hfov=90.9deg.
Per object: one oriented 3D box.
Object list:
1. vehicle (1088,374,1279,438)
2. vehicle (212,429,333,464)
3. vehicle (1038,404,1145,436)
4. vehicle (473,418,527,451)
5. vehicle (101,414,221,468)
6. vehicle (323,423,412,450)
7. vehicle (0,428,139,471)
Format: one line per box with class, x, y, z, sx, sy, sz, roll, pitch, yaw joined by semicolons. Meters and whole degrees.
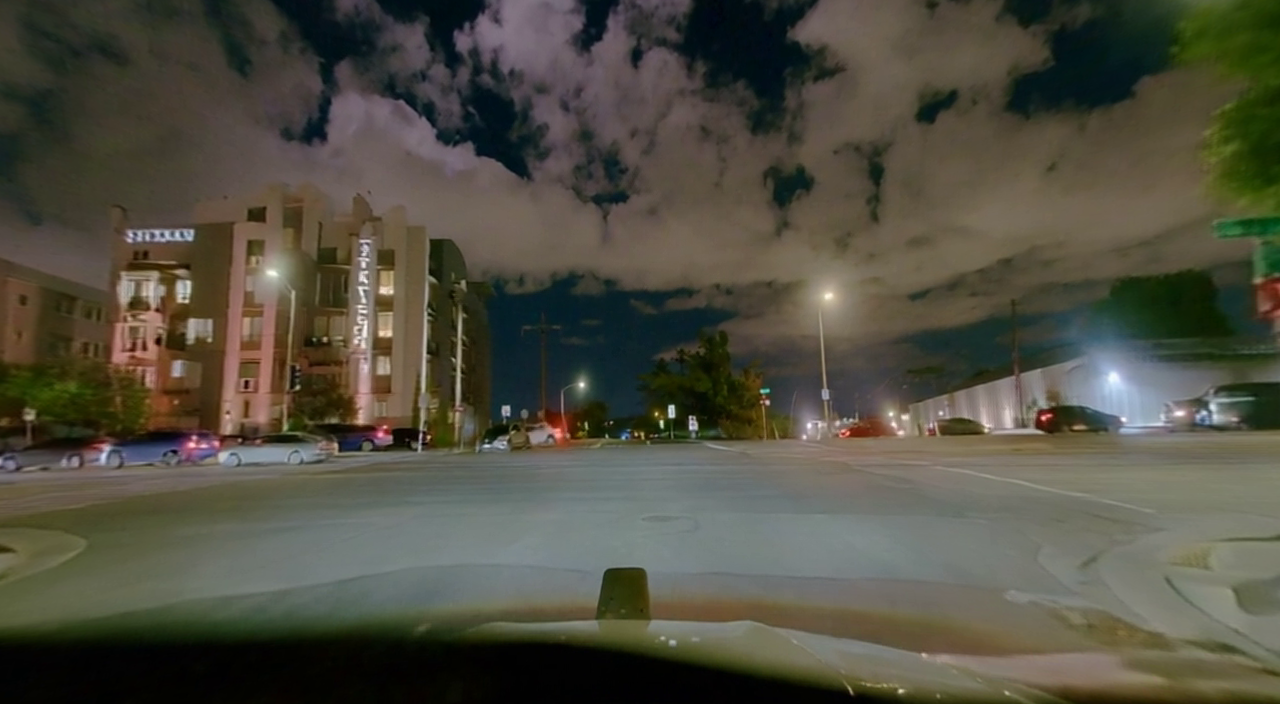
vehicle;34.227;3.386;39.038;10.986;3.604;2.707;-1;-8;-4
vehicle;-15.849;4.110;27.299;4.233;1.432;1.755;-1;-9;7
vehicle;30.140;4.575;42.193;5.277;2.032;2.408;0;-7;-1
vehicle;-7.682;4.652;35.075;2.156;1.620;4.945;3;-9;-4
vehicle;-21.066;3.961;27.845;3.506;2.261;2.158;-1;-9;7
vehicle;-16.643;5.233;38.699;2.010;1.583;4.582;-6;-11;35
vehicle;-25.585;4.391;28.350;4.696;1.801;1.948;-1;-9;9
